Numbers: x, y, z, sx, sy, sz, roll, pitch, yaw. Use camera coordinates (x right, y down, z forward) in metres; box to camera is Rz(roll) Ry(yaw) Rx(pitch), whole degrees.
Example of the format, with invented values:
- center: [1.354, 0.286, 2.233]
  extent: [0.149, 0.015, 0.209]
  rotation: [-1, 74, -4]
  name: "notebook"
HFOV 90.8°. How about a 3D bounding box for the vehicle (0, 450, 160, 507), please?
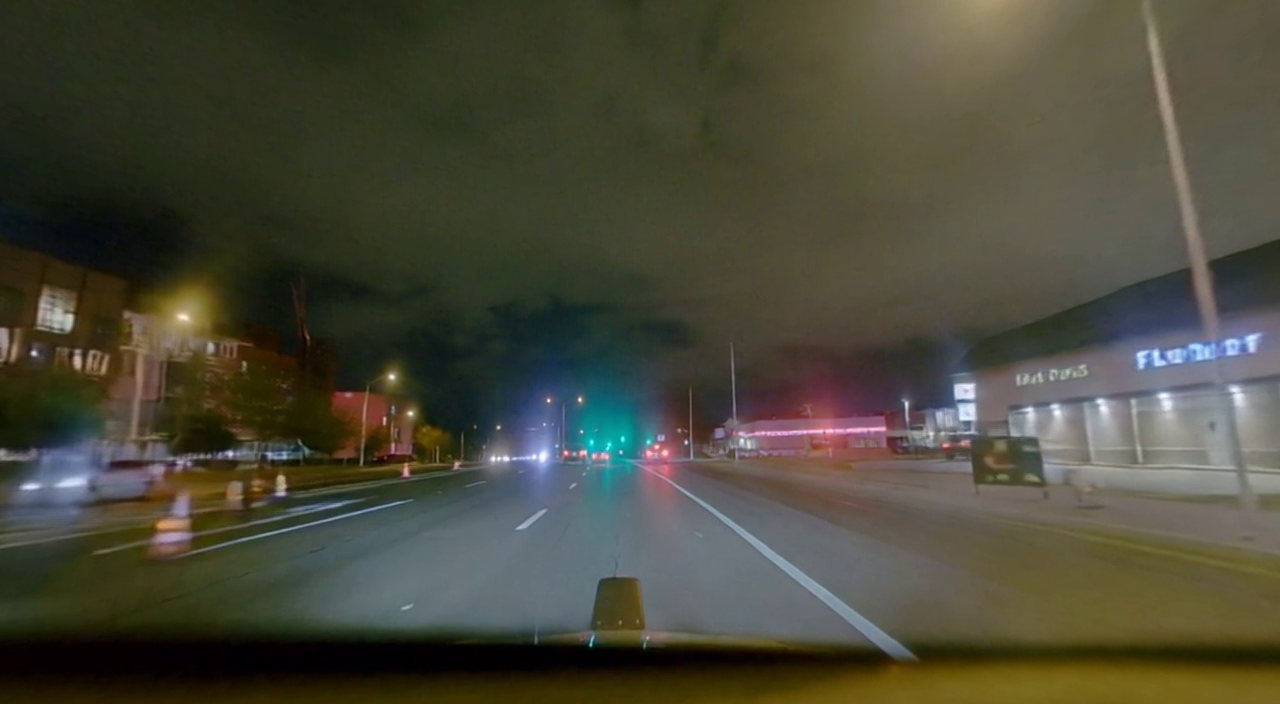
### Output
- center: [-17.442, 3.785, 19.409]
  extent: [1.866, 1.477, 4.445]
  rotation: [0, -9, 0]
  name: "vehicle"
